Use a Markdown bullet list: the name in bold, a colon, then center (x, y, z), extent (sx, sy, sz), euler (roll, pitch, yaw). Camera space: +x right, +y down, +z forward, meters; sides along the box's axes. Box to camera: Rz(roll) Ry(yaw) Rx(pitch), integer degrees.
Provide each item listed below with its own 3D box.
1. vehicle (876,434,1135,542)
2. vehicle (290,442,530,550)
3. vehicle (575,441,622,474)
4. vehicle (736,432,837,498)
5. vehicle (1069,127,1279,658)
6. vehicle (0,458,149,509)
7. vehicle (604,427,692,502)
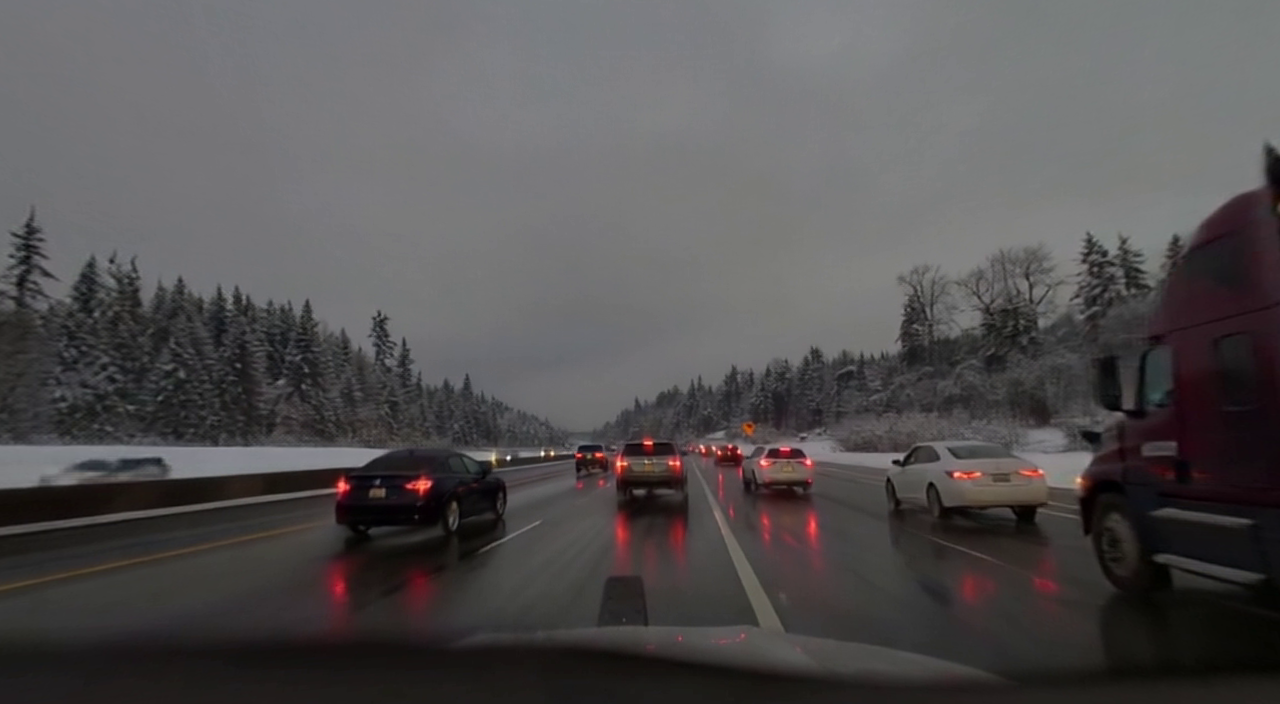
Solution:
- **vehicle**: center (5.923, 2.222, 11.029), extent (2.053, 1.473, 4.383), euler (-1, -8, 3)
- **vehicle**: center (-3.590, 2.332, 11.116), extent (1.965, 1.443, 4.968), euler (-1, -8, 6)
- **vehicle**: center (-2.206, 5.807, 34.993), extent (1.951, 1.694, 4.188), euler (-1, -8, 5)
- **vehicle**: center (4.188, 3.316, 18.872), extent (2.156, 1.701, 4.494), euler (-1, -8, 3)
- **vehicle**: center (5.226, -0.175, 0.995), extent (2.987, 3.212, 9.311), euler (-1, -8, 4)
- **vehicle**: center (-20.729, 4.737, 23.174), extent (1.875, 1.607, 4.024), euler (-1, -8, 5)
- **vehicle**: center (0.364, 3.114, 17.828), extent (2.153, 1.805, 4.631), euler (-1, -8, 4)
